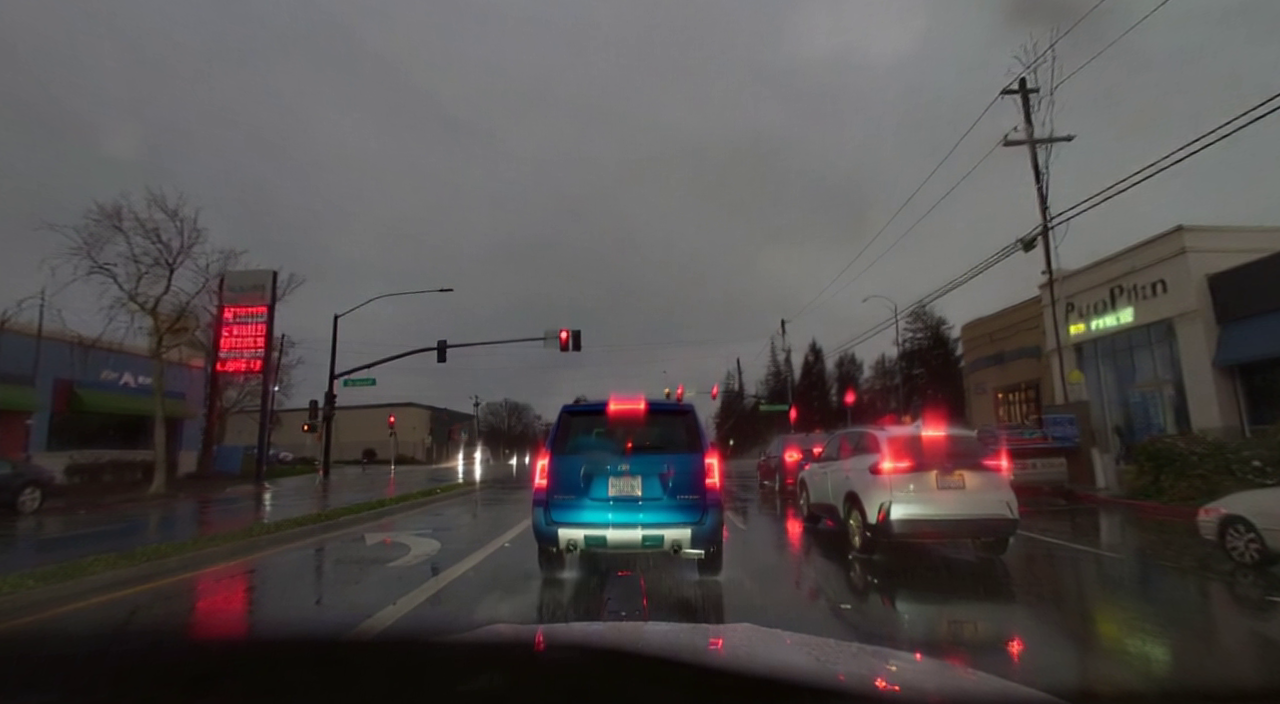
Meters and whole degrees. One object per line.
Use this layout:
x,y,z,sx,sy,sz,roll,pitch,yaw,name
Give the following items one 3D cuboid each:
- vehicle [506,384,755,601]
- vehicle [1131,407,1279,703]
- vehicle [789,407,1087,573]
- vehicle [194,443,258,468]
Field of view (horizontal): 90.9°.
0.004,1.530,7.687,2.154,1.861,4.280,0,-8,3,vehicle
3.375,0.723,0.807,1.884,1.484,4.609,0,-8,2,vehicle
3.629,1.758,8.801,2.036,1.719,4.318,0,-8,0,vehicle
-27.412,6.871,41.880,1.693,1.563,3.716,0,-8,0,vehicle
